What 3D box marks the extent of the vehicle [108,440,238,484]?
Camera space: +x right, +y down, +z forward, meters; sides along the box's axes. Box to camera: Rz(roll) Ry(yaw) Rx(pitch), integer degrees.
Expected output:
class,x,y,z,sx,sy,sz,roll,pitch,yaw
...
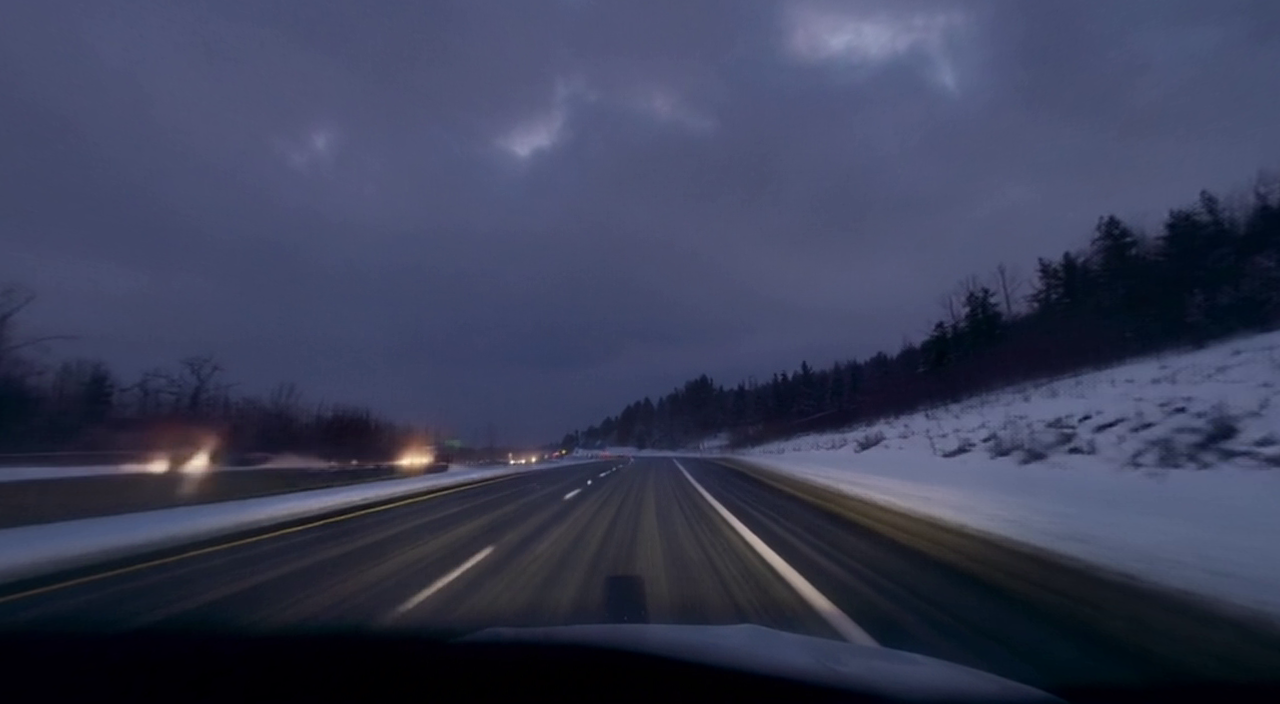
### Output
class,x,y,z,sx,sy,sz,roll,pitch,yaw
vehicle,-19.178,4.512,26.216,1.918,1.636,4.408,-1,-9,2
